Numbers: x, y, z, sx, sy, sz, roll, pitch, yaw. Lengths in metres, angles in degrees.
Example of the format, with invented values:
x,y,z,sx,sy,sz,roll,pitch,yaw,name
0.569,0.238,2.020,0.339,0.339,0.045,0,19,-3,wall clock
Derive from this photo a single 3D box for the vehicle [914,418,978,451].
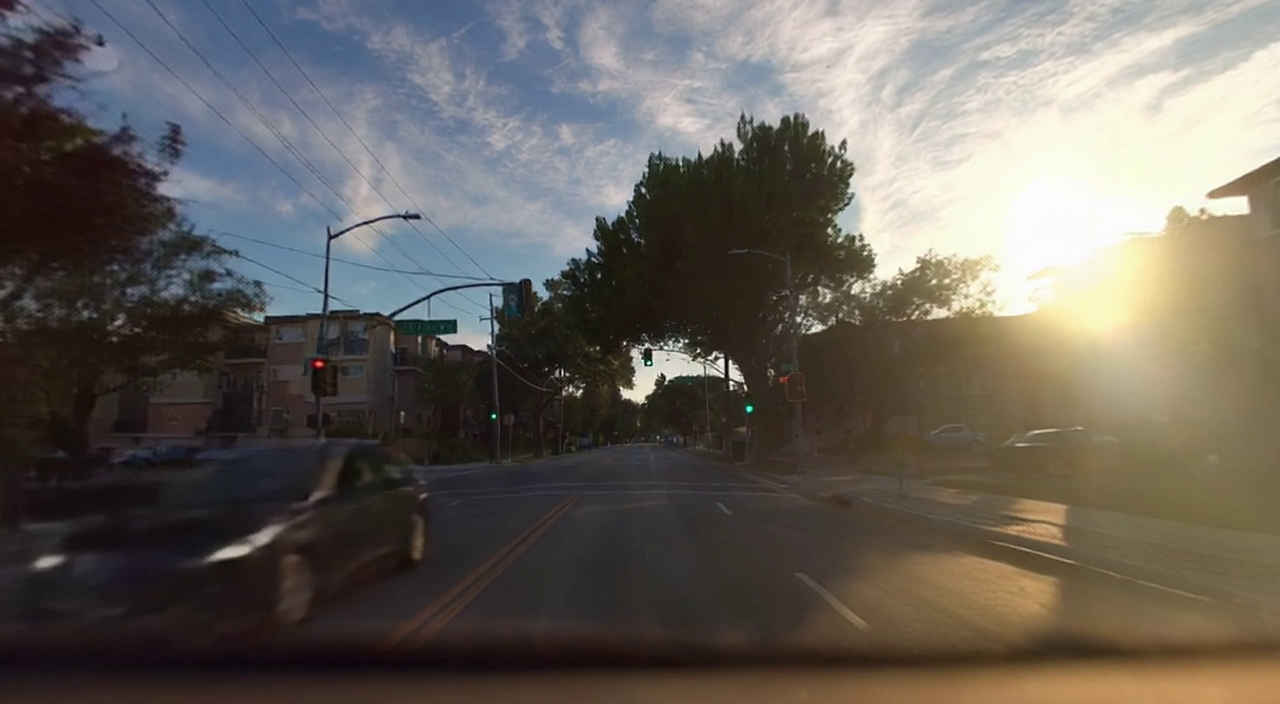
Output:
x,y,z,sx,sy,sz,roll,pitch,yaw,name
17.142,4.667,35.609,2.013,1.722,4.007,-2,-8,8,vehicle

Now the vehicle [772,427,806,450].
x,y,z,sx,sy,sz,roll,pitch,yaw,name
11.523,6.737,49.109,1.950,1.714,4.245,-1,-9,5,vehicle

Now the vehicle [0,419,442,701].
x,y,z,sx,sy,sz,roll,pitch,yaw,name
-3.518,1.463,5.674,2.015,1.508,4.353,0,-9,1,vehicle

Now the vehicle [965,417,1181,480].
x,y,z,sx,sy,sz,roll,pitch,yaw,name
12.772,2.864,18.856,4.908,1.521,2.108,-2,-8,-4,vehicle
